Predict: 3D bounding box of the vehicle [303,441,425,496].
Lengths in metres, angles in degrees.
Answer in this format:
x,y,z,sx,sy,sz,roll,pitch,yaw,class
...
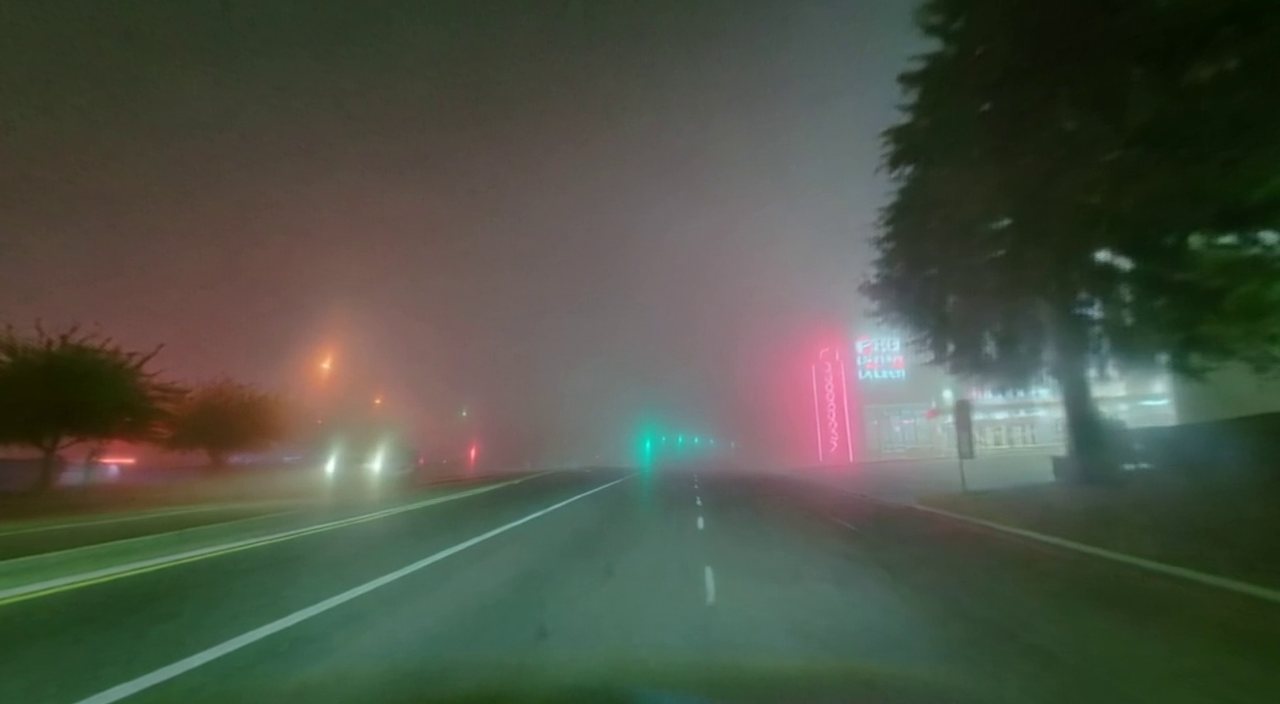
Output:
x,y,z,sx,sy,sz,roll,pitch,yaw,class
-9.864,4.159,22.965,2.209,1.773,4.481,0,-9,3,vehicle
